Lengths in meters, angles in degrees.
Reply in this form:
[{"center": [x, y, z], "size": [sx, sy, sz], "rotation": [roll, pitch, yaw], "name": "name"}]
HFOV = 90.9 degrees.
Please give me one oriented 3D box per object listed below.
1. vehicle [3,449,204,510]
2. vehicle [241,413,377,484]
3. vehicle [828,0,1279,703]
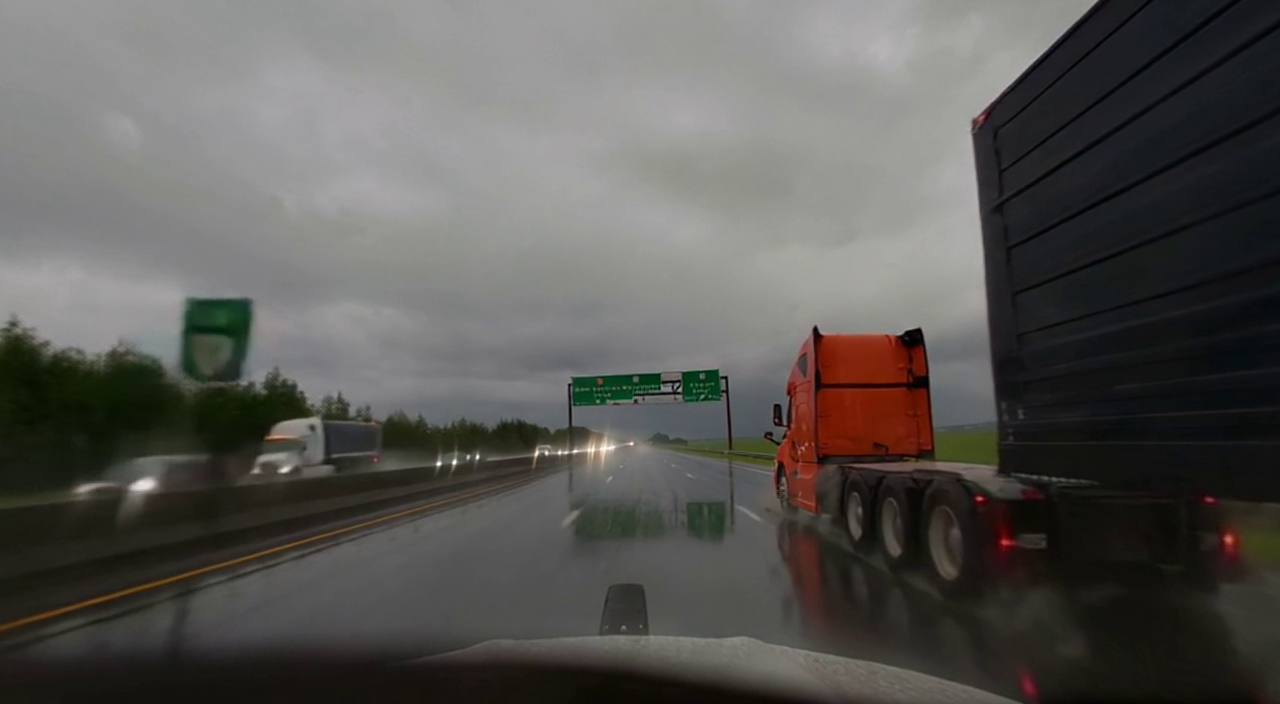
[{"center": [-14.622, 3.467, 17.577], "size": [1.869, 1.464, 4.207], "rotation": [0, -9, 0], "name": "vehicle"}, {"center": [-19.223, 5.752, 37.549], "size": [2.933, 3.652, 9.374], "rotation": [0, -9, 0], "name": "vehicle"}, {"center": [4.105, -0.377, 1.923], "size": [3.060, 4.100, 13.141], "rotation": [0, -9, 0], "name": "vehicle"}]
